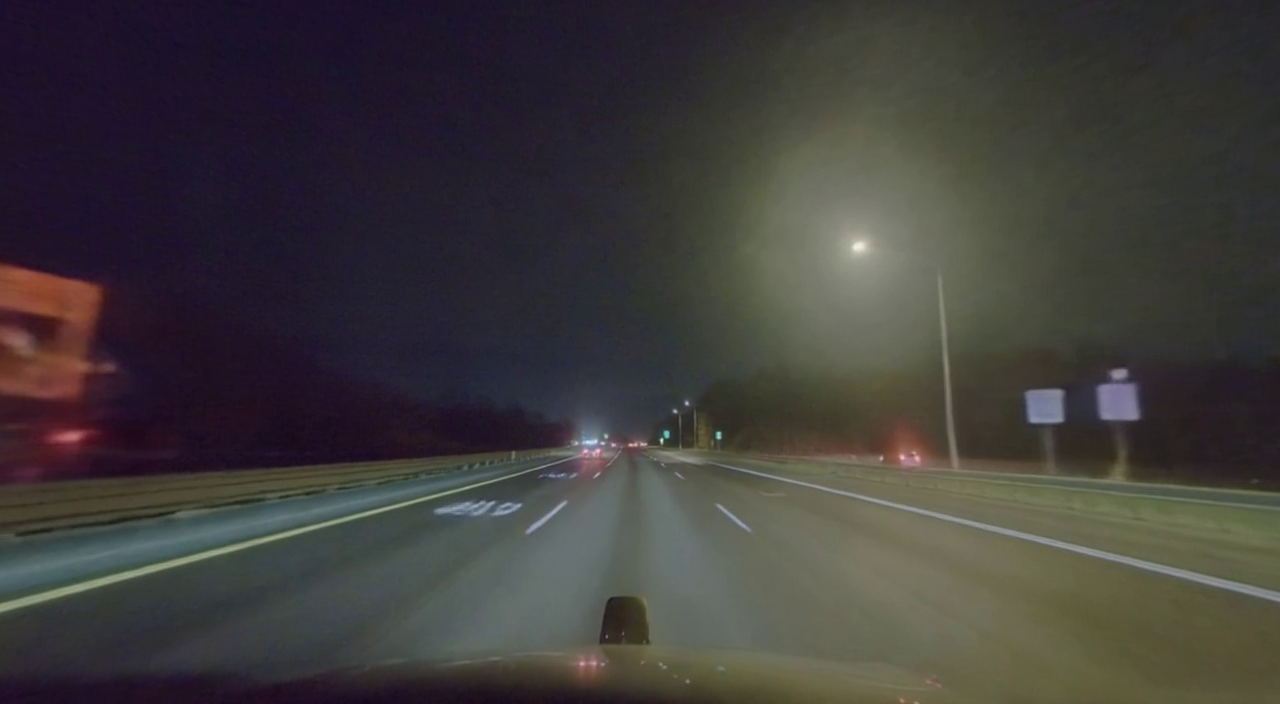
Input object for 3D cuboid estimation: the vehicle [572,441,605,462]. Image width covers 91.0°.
[{"bbox_3d":[-3.997,7.811,49.534,2.160,1.608,5.012,0,-8,0],"label":"vehicle"}]
